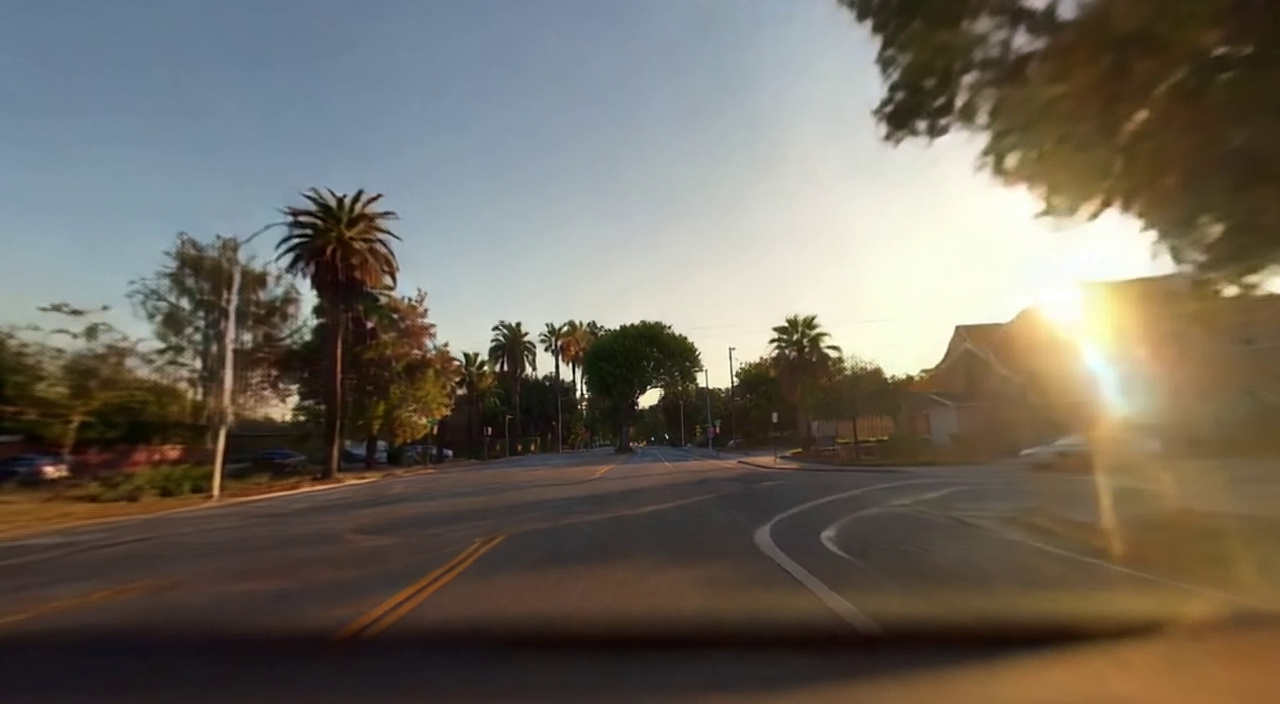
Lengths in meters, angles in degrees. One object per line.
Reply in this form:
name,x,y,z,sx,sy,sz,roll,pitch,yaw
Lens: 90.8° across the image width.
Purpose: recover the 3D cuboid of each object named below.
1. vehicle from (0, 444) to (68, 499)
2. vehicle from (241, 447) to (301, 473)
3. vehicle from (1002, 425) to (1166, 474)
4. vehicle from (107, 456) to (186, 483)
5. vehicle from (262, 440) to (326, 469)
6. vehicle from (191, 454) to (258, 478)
vehicle,-26.435,4.899,26.384,4.714,1.999,2.272,-4,-8,30
vehicle,-26.460,7.736,45.288,4.270,1.690,1.978,-7,-8,32
vehicle,16.155,3.577,23.208,4.296,1.701,2.255,0,-8,-1
vehicle,-30.703,7.242,39.263,4.858,1.473,2.034,-4,-9,29
vehicle,-26.515,7.825,48.373,4.793,2.087,1.929,-5,-9,30
vehicle,-31.491,8.623,47.841,4.716,1.652,1.917,-4,-10,26
